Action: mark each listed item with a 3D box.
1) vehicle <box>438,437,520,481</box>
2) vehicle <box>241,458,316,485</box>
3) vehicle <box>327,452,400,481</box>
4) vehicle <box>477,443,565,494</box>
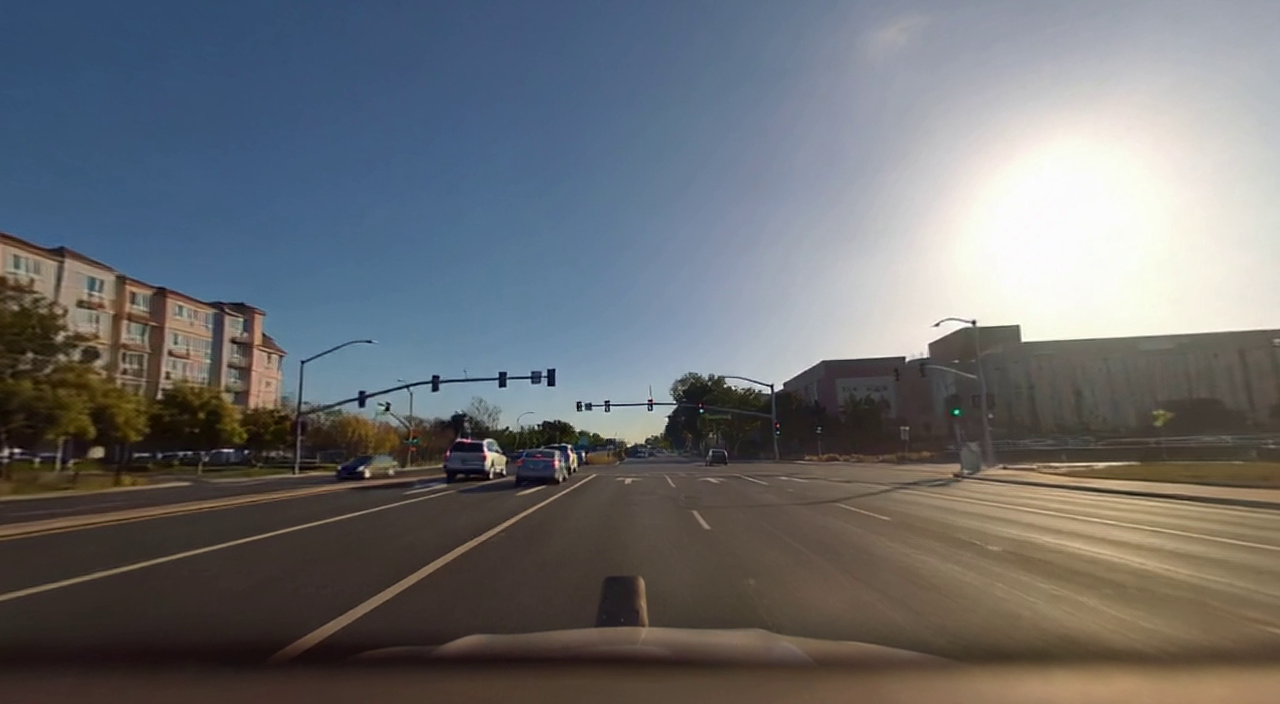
[{"bbox_3d":[-7.197,4.850,28.948,2.185,1.810,5.589,0,-8,1],"label":"vehicle"},{"bbox_3d":[-22.512,7.408,39.538,1.863,1.477,4.730,0,-9,1],"label":"vehicle"},{"bbox_3d":[-15.840,6.558,36.481,1.971,1.548,4.907,0,-9,1],"label":"vehicle"},{"bbox_3d":[-3.726,3.732,20.658,2.018,1.463,4.603,0,-9,0],"label":"vehicle"}]
